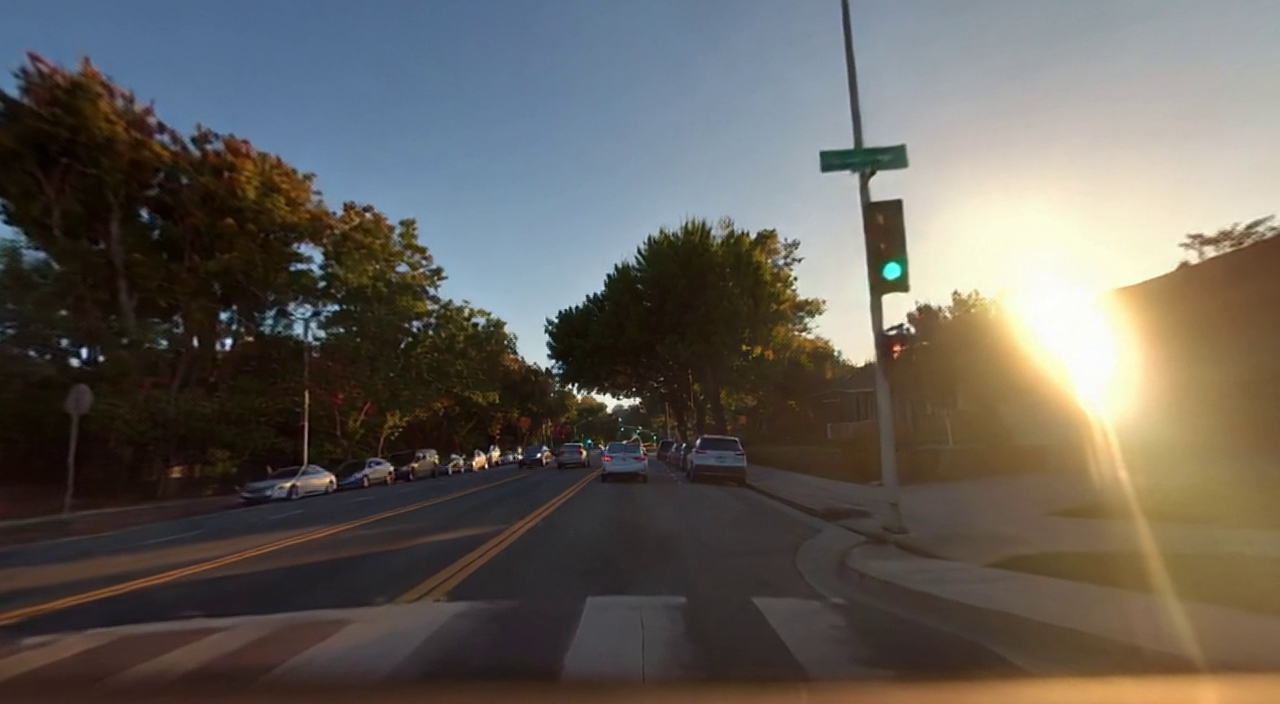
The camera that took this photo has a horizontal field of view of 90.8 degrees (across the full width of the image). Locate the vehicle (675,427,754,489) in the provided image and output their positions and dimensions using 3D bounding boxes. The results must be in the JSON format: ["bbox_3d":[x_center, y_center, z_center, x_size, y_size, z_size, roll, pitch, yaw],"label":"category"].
[{"bbox_3d":[2.450,3.638,21.988,2.119,1.884,4.567,0,-8,-1],"label":"vehicle"}]

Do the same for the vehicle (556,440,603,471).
[{"bbox_3d":[-3.123,5.447,33.583,2.117,1.528,4.277,0,-8,0],"label":"vehicle"}]

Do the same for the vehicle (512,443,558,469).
[{"bbox_3d":[-6.560,6.555,40.034,1.998,1.518,4.817,0,-8,1],"label":"vehicle"}]

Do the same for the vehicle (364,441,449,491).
[{"bbox_3d":[-12.363,6.006,34.016,2.249,2.093,6.297,-8,-8,-3],"label":"vehicle"}]

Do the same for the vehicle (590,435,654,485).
[{"bbox_3d":[-0.586,3.793,22.480,2.041,1.575,4.304,0,-8,-1],"label":"vehicle"}]

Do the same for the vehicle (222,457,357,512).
[{"bbox_3d":[-12.478,4.705,22.988,2.050,1.518,5.115,-4,-8,-1],"label":"vehicle"}]

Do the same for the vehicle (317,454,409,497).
[{"bbox_3d":[-12.191,5.413,28.142,2.047,1.497,4.949,-5,-8,-2],"label":"vehicle"}]
